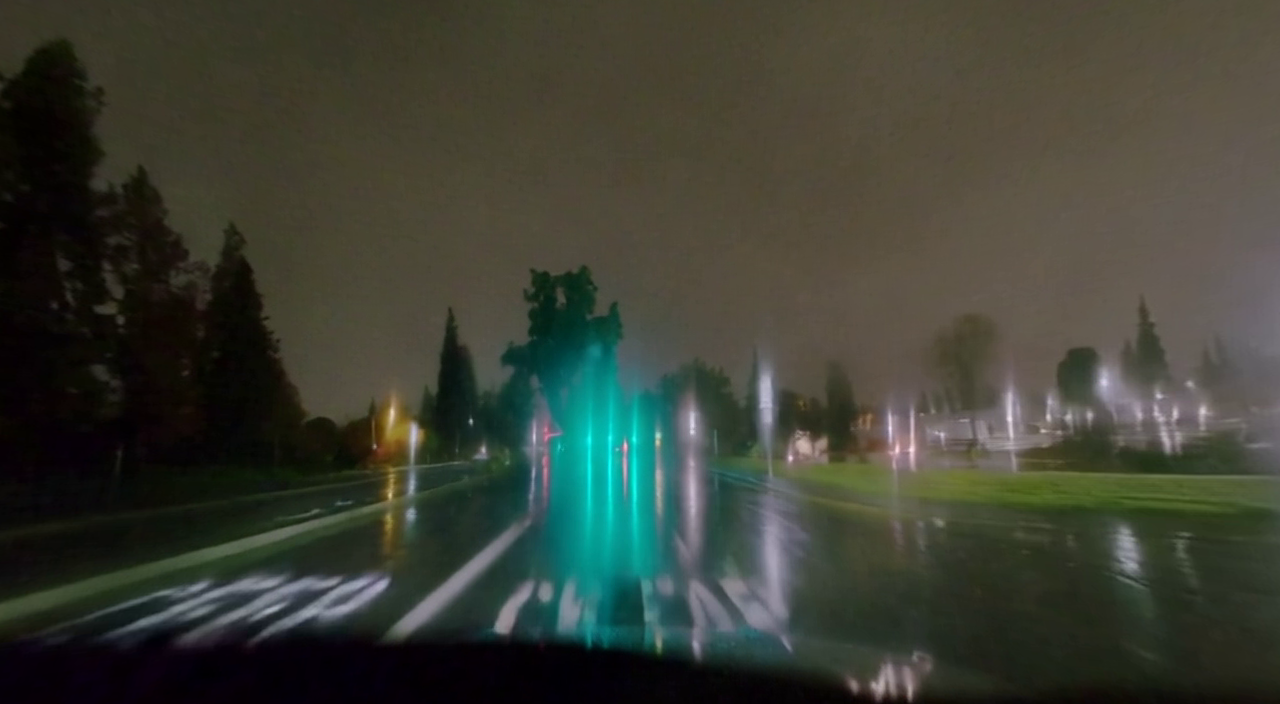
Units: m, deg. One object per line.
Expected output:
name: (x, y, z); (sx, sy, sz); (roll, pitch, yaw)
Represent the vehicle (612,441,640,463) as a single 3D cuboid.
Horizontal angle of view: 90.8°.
vehicle: (-1.089, 7.616, 48.256); (2.045, 1.613, 4.210); (0, -8, -1)
